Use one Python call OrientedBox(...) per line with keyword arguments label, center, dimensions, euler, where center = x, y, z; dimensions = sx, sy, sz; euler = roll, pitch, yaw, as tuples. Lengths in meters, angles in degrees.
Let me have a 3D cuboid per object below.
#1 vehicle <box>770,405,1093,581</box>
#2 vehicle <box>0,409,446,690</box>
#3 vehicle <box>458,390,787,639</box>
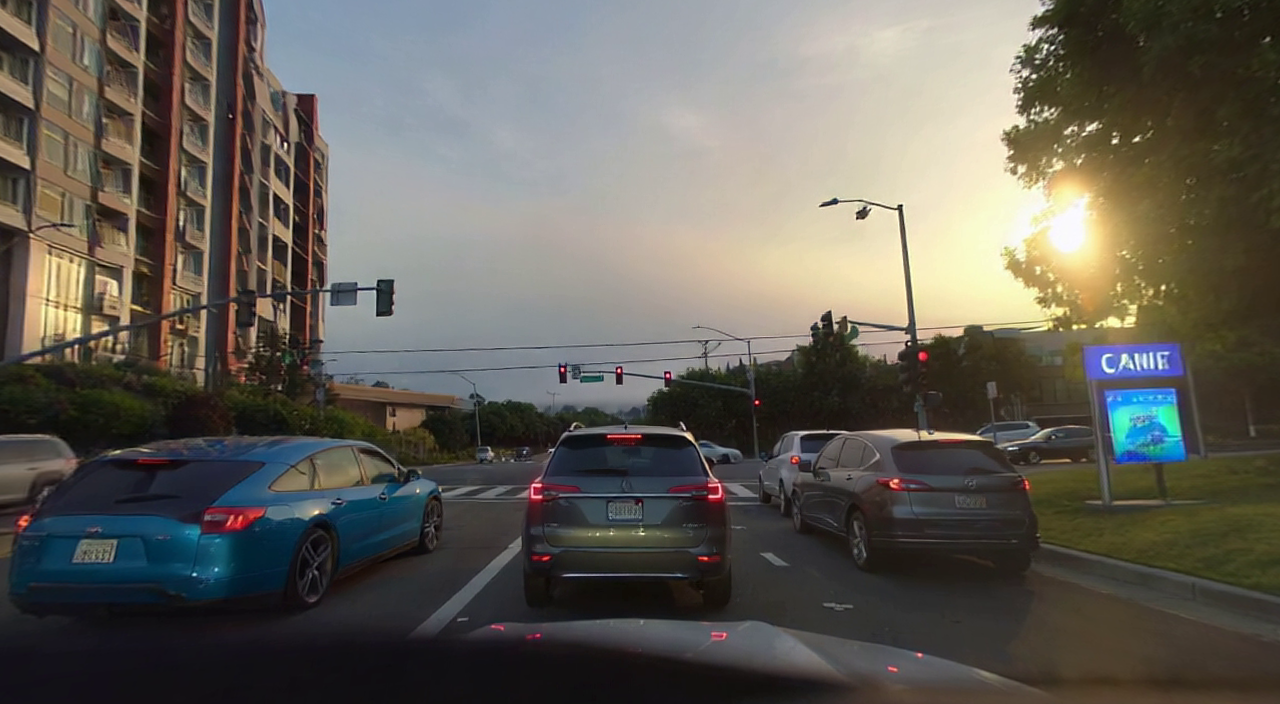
OrientedBox(label="vehicle", center=(3.218, 1.662, 8.262), dimensions=(2.004, 1.646, 4.554), euler=(0, -8, 0))
OrientedBox(label="vehicle", center=(-3.551, 1.420, 5.819), dimensions=(1.906, 1.524, 4.547), euler=(0, -8, 2))
OrientedBox(label="vehicle", center=(-0.132, 1.408, 6.439), dimensions=(2.195, 1.662, 4.262), euler=(0, -8, -1))
